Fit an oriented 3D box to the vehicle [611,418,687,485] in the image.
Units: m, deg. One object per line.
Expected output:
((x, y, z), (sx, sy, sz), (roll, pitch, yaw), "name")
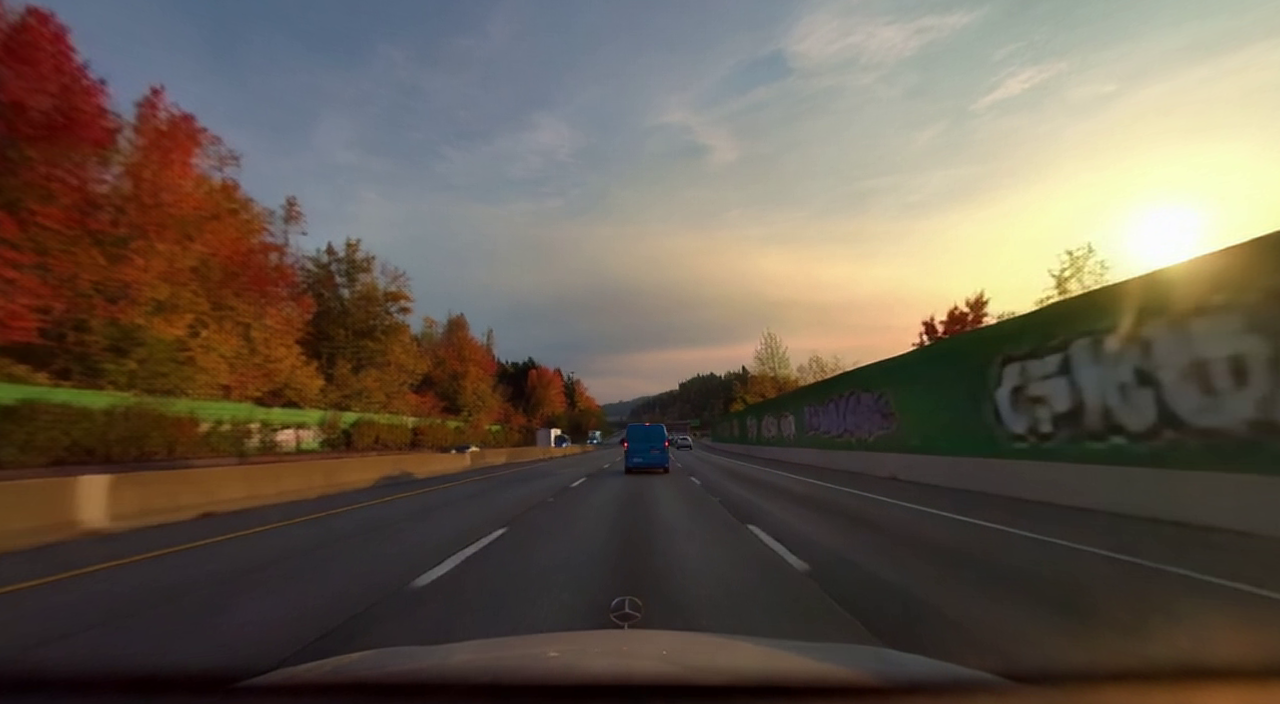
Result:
((0.254, 3.294, 21.032), (2.283, 1.956, 4.421), (0, -8, 0), "vehicle")
